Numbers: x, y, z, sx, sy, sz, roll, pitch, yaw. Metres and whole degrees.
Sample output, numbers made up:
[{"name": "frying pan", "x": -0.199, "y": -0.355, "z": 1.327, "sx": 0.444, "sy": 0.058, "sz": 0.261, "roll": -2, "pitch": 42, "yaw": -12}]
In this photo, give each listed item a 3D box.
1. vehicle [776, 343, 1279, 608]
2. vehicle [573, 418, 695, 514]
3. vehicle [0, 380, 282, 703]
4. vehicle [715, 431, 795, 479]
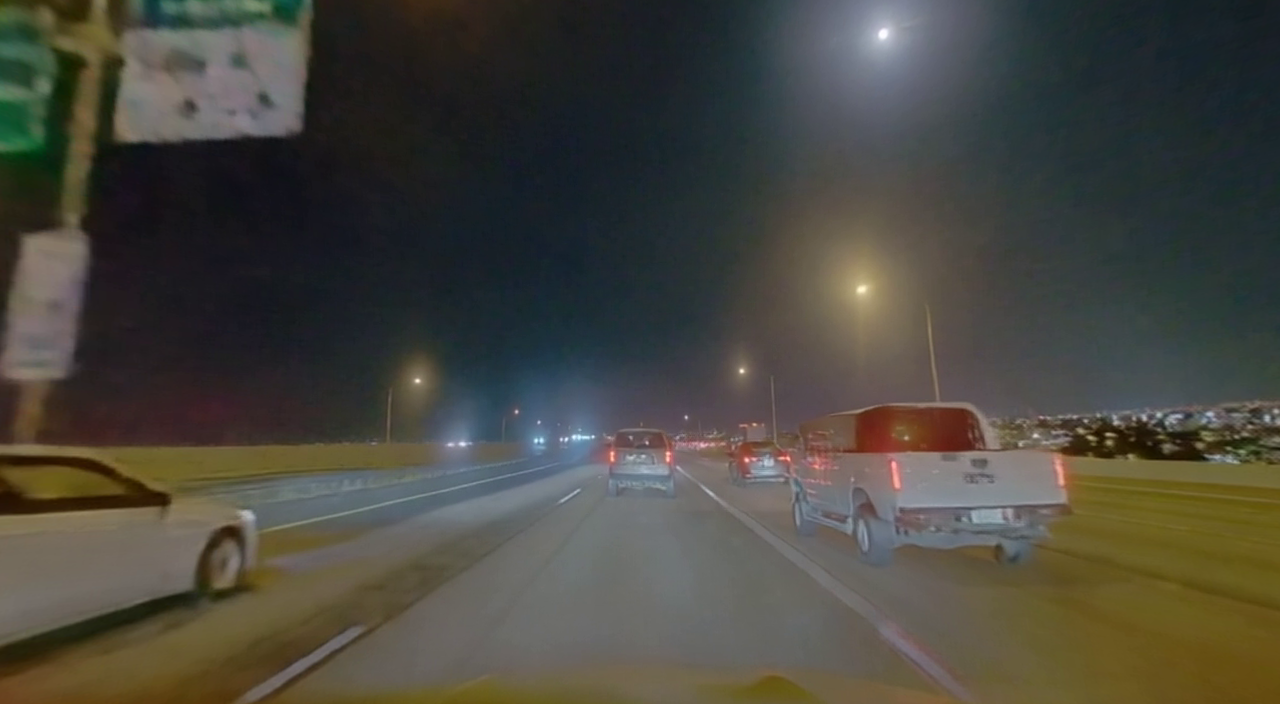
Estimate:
[{"name": "vehicle", "x": 3.696, "y": 1.361, "z": 7.889, "sx": 2.732, "sy": 2.065, "sz": 5.826, "roll": 0, "pitch": -8, "yaw": 1}, {"name": "vehicle", "x": -0.074, "y": 2.272, "z": 13.001, "sx": 2.099, "sy": 1.640, "sz": 4.134, "roll": 0, "pitch": -8, "yaw": 1}, {"name": "vehicle", "x": -3.930, "y": 0.846, "z": 2.586, "sx": 2.011, "sy": 1.510, "sz": 4.698, "roll": 0, "pitch": -8, "yaw": 2}, {"name": "vehicle", "x": 4.161, "y": 3.814, "z": 23.541, "sx": 2.210, "sy": 1.625, "sz": 4.249, "roll": 0, "pitch": -8, "yaw": 0}]
